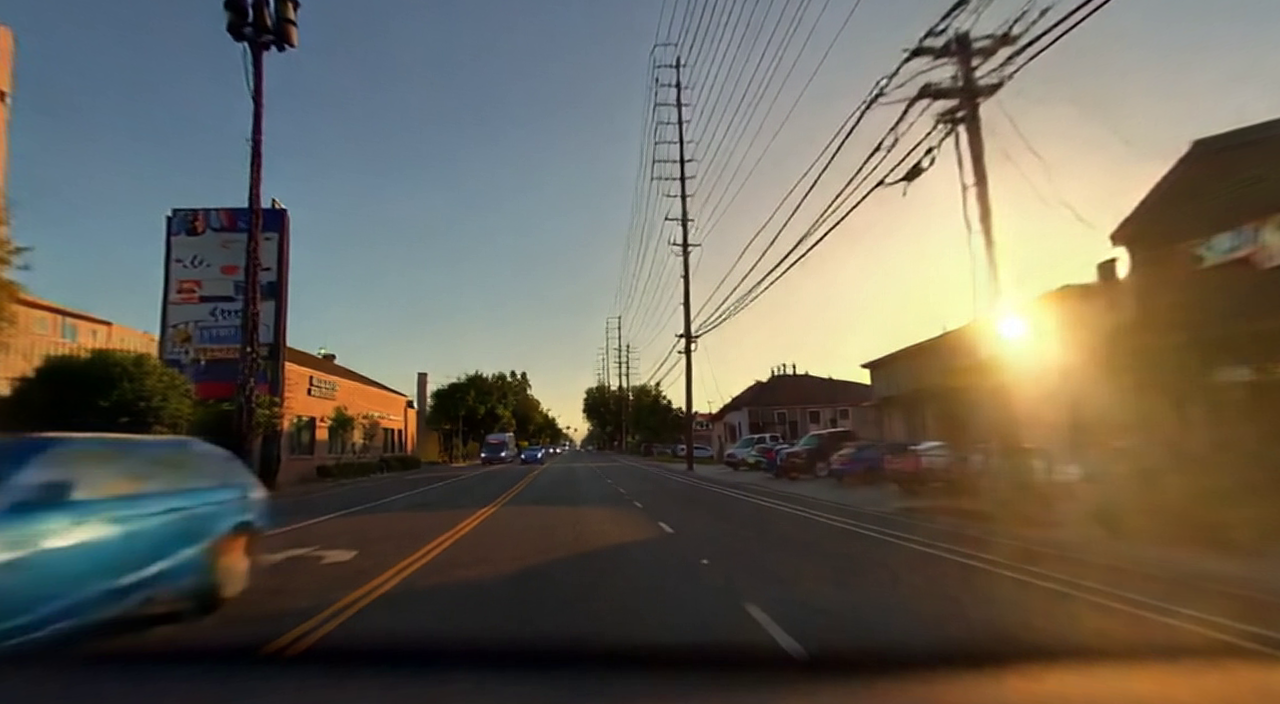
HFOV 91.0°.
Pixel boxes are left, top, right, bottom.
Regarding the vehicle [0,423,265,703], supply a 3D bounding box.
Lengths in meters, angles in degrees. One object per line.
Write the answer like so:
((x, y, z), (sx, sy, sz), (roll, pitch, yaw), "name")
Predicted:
((-4.262, 1.141, 3.214), (2.122, 1.517, 4.465), (0, -8, -3), "vehicle")

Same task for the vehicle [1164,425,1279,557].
((9.385, 1.840, 8.907), (4.853, 1.526, 2.074), (7, -11, -40), "vehicle")

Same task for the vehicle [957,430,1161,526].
((8.519, 2.406, 12.664), (4.502, 1.564, 2.057), (6, -11, -39), "vehicle")

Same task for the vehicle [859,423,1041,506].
((8.269, 2.866, 16.596), (5.112, 1.832, 2.290), (7, -11, -40), "vehicle")
